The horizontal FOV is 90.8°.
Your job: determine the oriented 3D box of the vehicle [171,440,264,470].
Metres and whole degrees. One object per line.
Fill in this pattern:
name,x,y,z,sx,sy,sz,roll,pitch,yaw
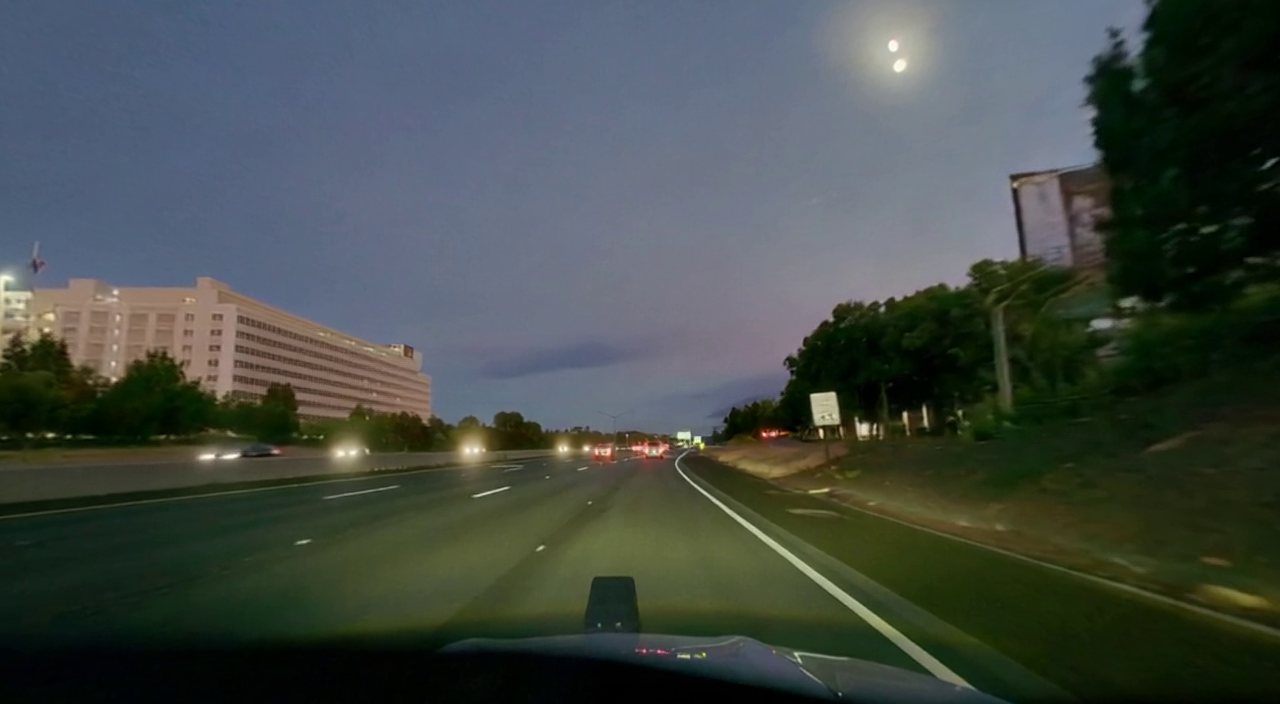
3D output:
vehicle,-23.148,5.651,34.831,1.843,1.490,4.410,0,-8,4
